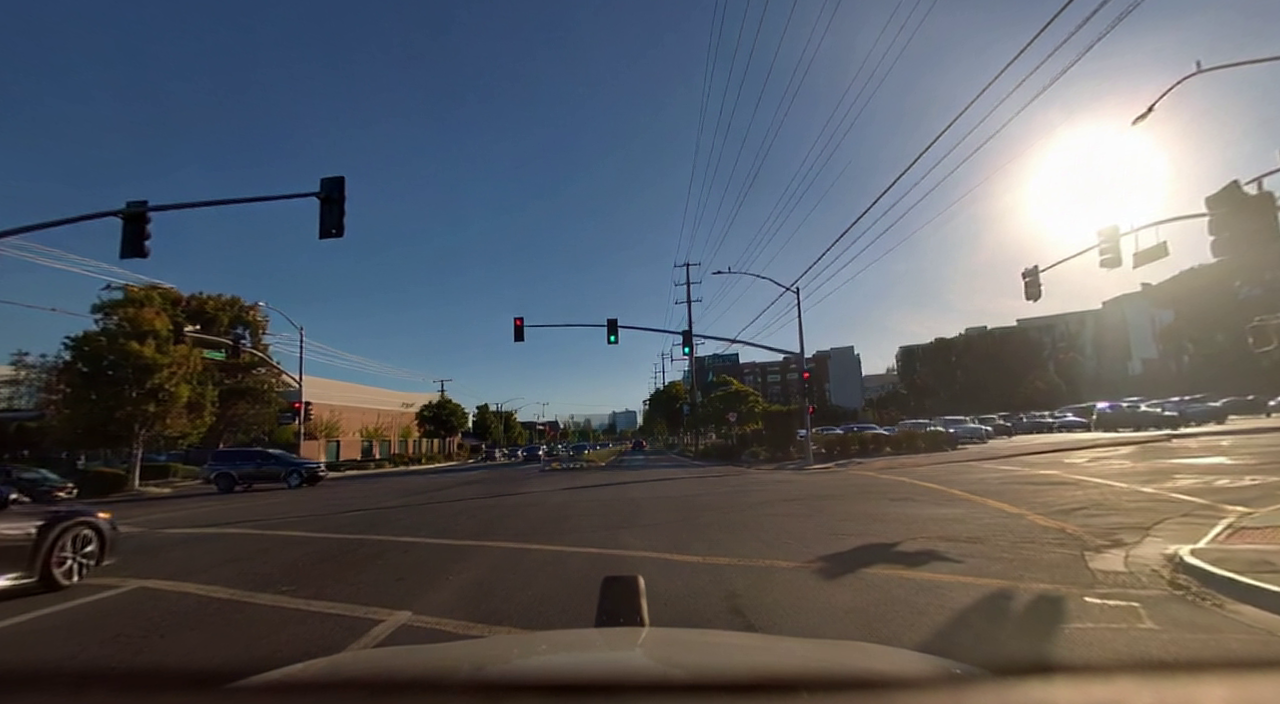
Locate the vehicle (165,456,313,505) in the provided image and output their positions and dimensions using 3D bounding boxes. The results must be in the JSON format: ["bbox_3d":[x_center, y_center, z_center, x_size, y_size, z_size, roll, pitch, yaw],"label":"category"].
[{"bbox_3d":[-15.113,4.827,24.036,4.298,1.466,1.921,-2,-8,-7],"label":"vehicle"}]

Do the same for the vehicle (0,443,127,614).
[{"bbox_3d":[-6.425,1.401,4.623,1.928,1.451,4.219,0,-9,-3],"label":"vehicle"}]
